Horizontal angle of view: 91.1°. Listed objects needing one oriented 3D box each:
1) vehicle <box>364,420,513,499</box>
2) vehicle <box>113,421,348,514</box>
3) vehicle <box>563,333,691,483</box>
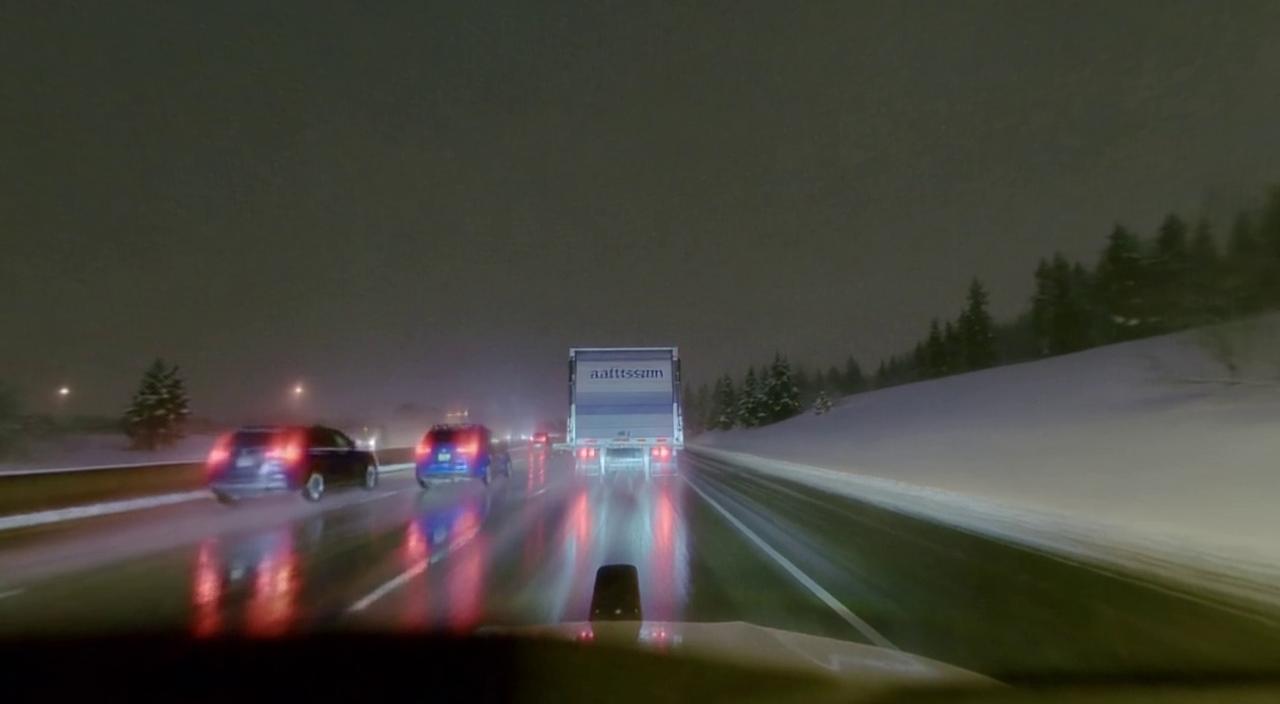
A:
[{"bbox_3d":[-4.738,2.582,15.698,2.052,1.639,4.894,0,-8,0],"label":"vehicle"},{"bbox_3d":[-8.001,2.266,12.938,1.944,1.565,4.383,0,-8,-1],"label":"vehicle"},{"bbox_3d":[-0.443,2.215,22.559,3.442,4.106,10.719,0,-8,-1],"label":"vehicle"}]
